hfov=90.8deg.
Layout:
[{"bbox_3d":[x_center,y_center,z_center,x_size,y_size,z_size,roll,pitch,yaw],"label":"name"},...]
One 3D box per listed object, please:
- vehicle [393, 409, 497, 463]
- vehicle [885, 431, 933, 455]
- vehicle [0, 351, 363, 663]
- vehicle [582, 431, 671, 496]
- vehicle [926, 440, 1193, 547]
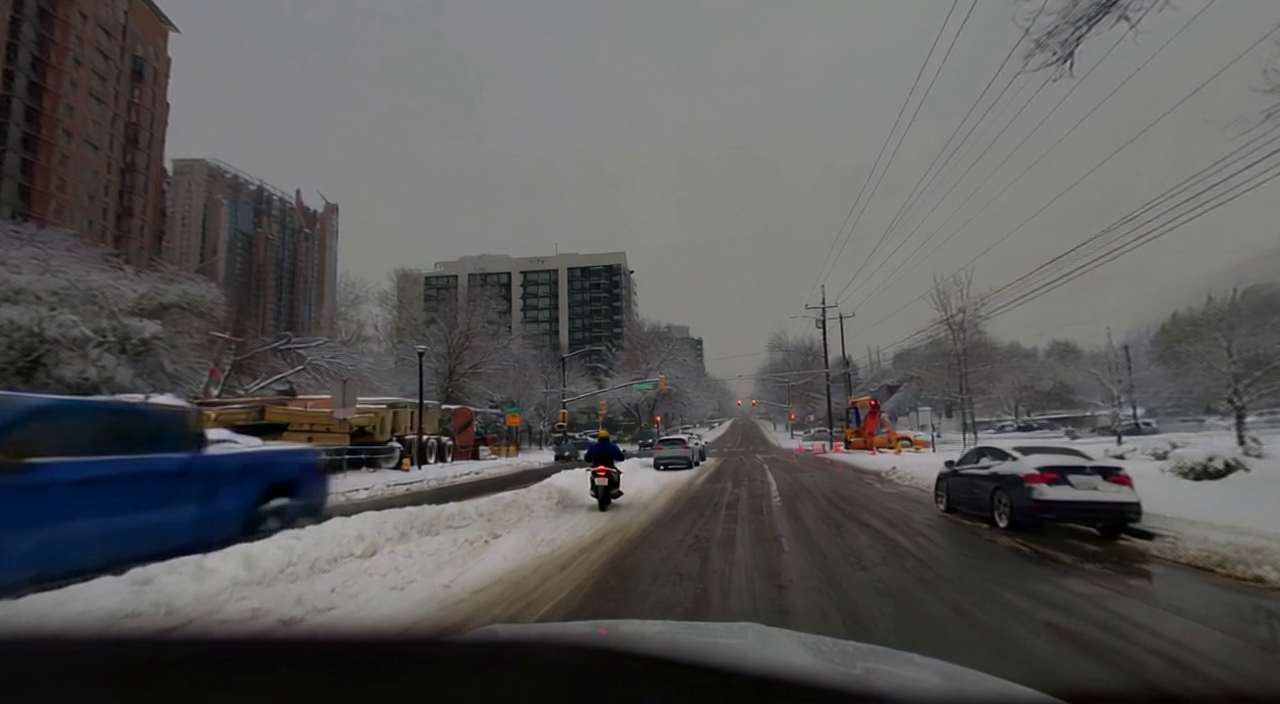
[{"bbox_3d":[-12.656,5.466,42.491,2.970,2.938,11.622,-3,-6,2],"label":"vehicle"},{"bbox_3d":[20.402,6.907,48.032,1.918,1.732,4.650,-1,-8,5],"label":"vehicle"},{"bbox_3d":[-4.968,1.158,5.232,2.222,1.911,5.988,-1,-8,5],"label":"vehicle"},{"bbox_3d":[-0.243,3.115,17.964,1.925,1.602,4.090,-1,-8,7],"label":"vehicle"},{"bbox_3d":[6.909,2.322,11.180,1.973,1.457,4.522,-1,-8,6],"label":"vehicle"}]
